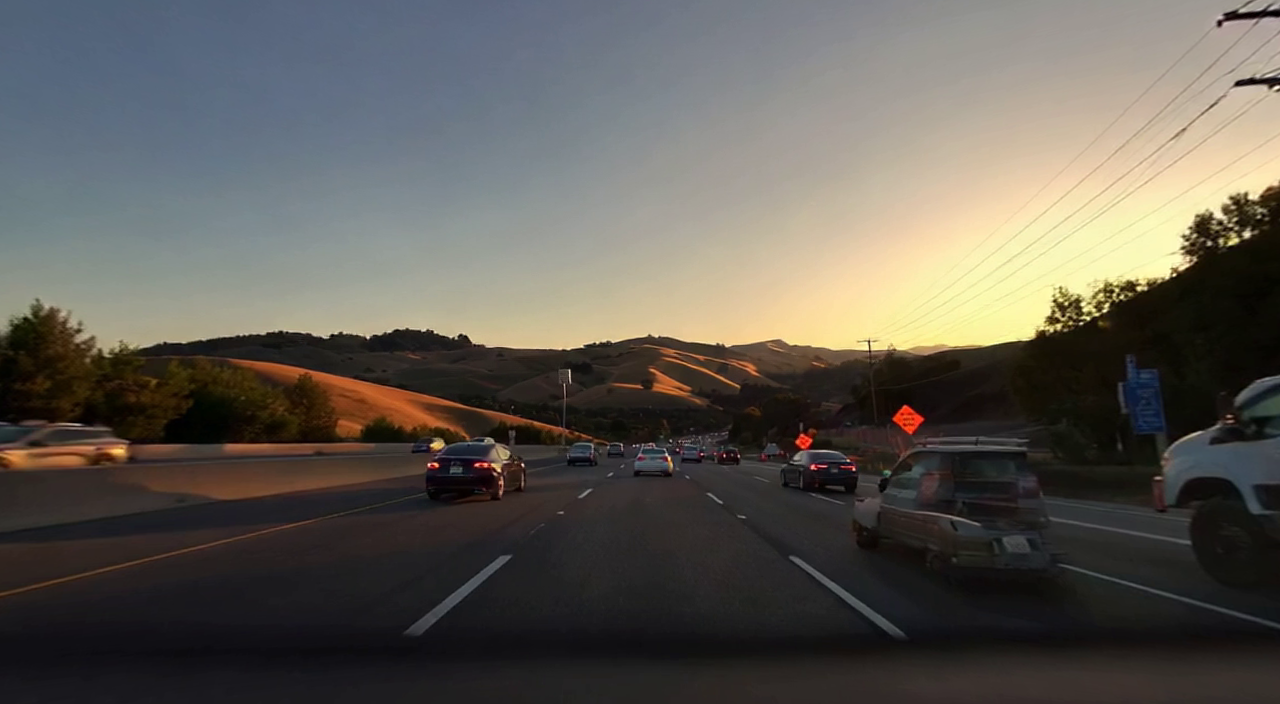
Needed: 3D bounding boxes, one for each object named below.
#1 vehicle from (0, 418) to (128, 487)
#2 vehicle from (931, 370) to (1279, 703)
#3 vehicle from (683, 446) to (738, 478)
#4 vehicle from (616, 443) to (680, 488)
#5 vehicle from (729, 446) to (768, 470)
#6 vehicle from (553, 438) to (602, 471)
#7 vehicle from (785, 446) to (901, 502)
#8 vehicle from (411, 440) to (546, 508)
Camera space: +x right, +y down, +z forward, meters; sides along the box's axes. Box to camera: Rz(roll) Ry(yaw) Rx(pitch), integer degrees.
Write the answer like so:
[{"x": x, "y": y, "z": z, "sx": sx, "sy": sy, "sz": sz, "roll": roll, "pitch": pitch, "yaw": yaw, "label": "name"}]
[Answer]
[{"x": -15.297, "y": 2.374, "z": 14.899, "sx": 2.403, "sy": 1.508, "sz": 4.726, "roll": 0, "pitch": -8, "yaw": 1, "label": "vehicle"}, {"x": 3.842, "y": 1.054, "z": 3.708, "sx": 2.018, "sy": 1.670, "sz": 4.658, "roll": 0, "pitch": -8, "yaw": 0, "label": "vehicle"}, {"x": 3.400, "y": 5.416, "z": 31.298, "sx": 2.177, "sy": 1.453, "sz": 4.205, "roll": 0, "pitch": -8, "yaw": -1, "label": "vehicle"}, {"x": 0.261, "y": 4.114, "z": 23.332, "sx": 2.138, "sy": 1.473, "sz": 4.392, "roll": 0, "pitch": -8, "yaw": 0, "label": "vehicle"}, {"x": 8.035, "y": 7.878, "z": 47.067, "sx": 2.042, "sy": 1.684, "sz": 4.609, "roll": 0, "pitch": -8, "yaw": 0, "label": "vehicle"}, {"x": -3.411, "y": 5.737, "z": 35.547, "sx": 2.234, "sy": 1.675, "sz": 4.527, "roll": 0, "pitch": -8, "yaw": 1, "label": "vehicle"}, {"x": 5.934, "y": 3.578, "z": 19.049, "sx": 1.867, "sy": 1.465, "sz": 4.093, "roll": 0, "pitch": -8, "yaw": -4, "label": "vehicle"}, {"x": -3.804, "y": 2.937, "z": 15.728, "sx": 2.232, "sy": 1.438, "sz": 4.163, "roll": 0, "pitch": -8, "yaw": 1, "label": "vehicle"}]
